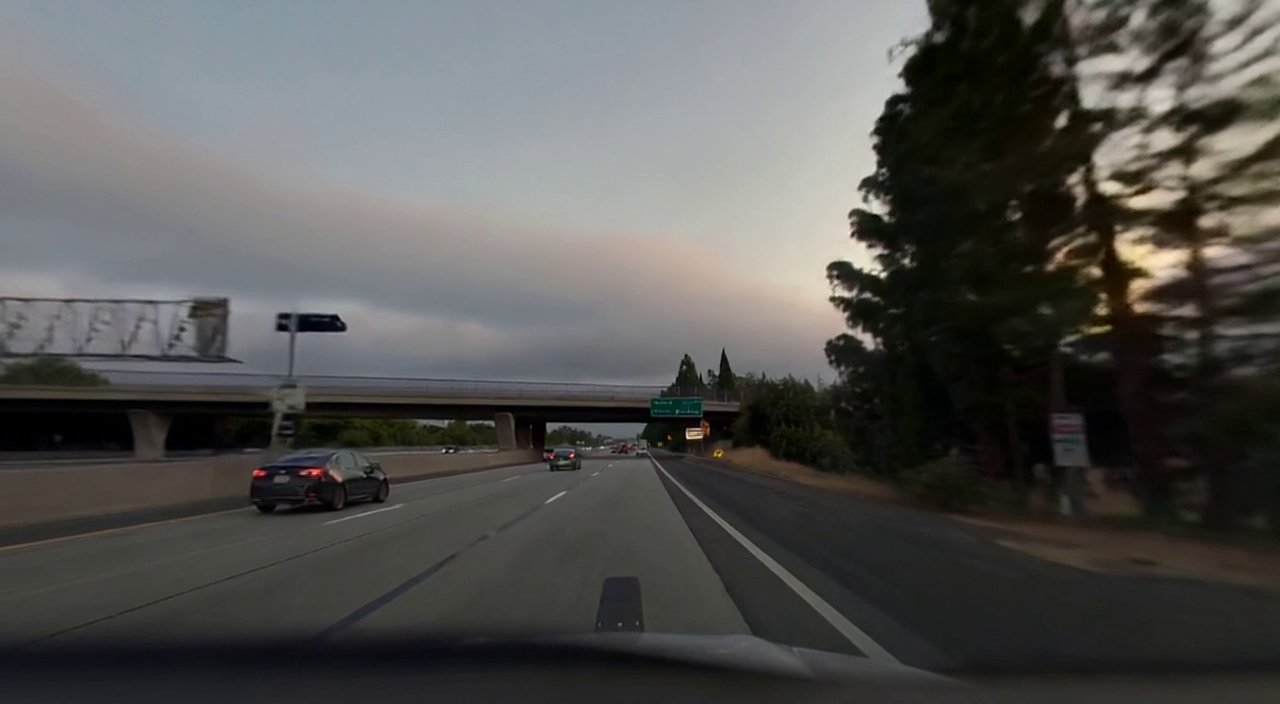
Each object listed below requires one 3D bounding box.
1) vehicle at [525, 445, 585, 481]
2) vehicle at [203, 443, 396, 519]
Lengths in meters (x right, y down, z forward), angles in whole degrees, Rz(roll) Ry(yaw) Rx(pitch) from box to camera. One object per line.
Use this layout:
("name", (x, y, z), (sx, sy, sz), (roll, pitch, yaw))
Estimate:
("vehicle", (-3.944, 5.252, 30.127), (2.102, 1.571, 4.666), (0, -9, 1))
("vehicle", (-7.734, 2.947, 14.985), (2.002, 1.507, 4.631), (0, -9, 0))
